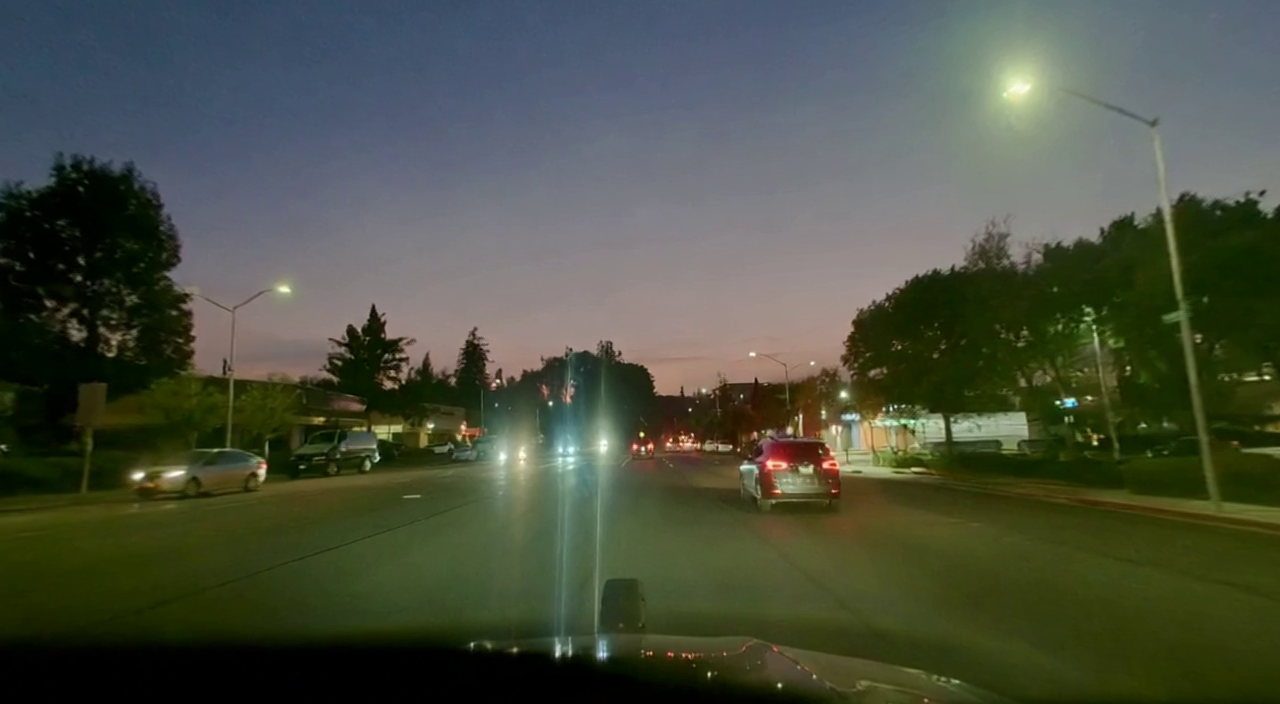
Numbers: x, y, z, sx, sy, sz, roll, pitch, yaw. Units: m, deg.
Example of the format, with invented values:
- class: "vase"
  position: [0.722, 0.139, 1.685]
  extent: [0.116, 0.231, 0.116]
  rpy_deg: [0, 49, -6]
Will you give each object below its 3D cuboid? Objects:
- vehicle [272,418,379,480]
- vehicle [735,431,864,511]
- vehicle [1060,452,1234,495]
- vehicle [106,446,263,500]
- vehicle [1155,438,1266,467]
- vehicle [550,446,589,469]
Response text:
- class: "vehicle"
  position: [-18.753, 5.827, 38.142]
  extent: [2.783, 3.367, 6.723]
  rpy_deg: [0, -8, 1]
- class: "vehicle"
  position: [3.652, 2.799, 15.253]
  extent: [2.072, 1.669, 3.836]
  rpy_deg: [0, -8, -1]
- class: "vehicle"
  position: [18.686, 4.478, 23.429]
  extent: [4.667, 1.452, 2.017]
  rpy_deg: [0, -8, 1]
- class: "vehicle"
  position: [-15.305, 4.047, 21.557]
  extent: [1.964, 1.639, 4.428]
  rpy_deg: [0, -8, 1]
- class: "vehicle"
  position: [34.736, 6.133, 38.505]
  extent: [4.618, 1.667, 1.955]
  rpy_deg: [-1, -8, 5]
- class: "vehicle"
  position: [-4.527, 6.878, 41.356]
  extent: [2.084, 1.415, 4.580]
  rpy_deg: [0, -8, -1]
